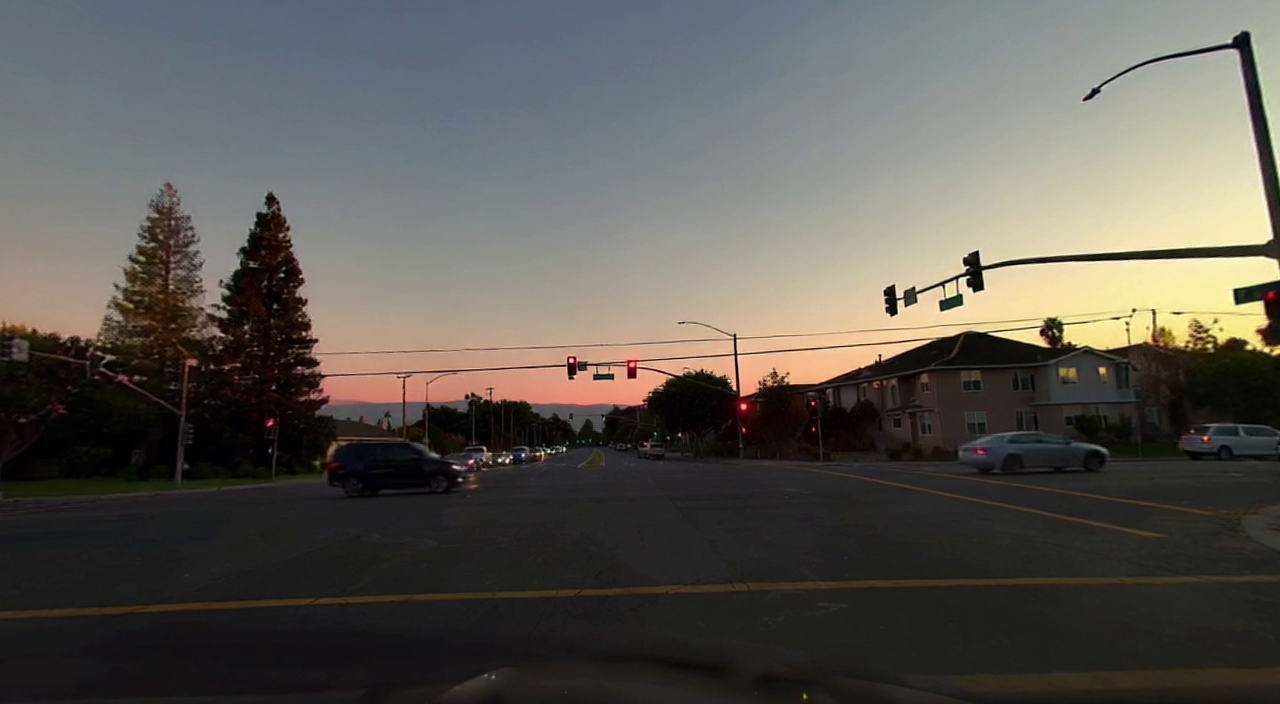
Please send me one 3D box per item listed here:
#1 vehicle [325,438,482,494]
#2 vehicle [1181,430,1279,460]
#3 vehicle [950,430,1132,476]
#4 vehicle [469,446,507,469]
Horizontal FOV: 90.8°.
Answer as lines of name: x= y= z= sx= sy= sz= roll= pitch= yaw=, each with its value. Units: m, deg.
vehicle: x=-7.758 y=3.769 z=21.099 sx=4.431 sy=1.739 sz=1.935 roll=0 pitch=-9 yaw=1
vehicle: x=31.336 y=4.880 z=33.040 sx=4.318 sy=1.488 sz=1.870 roll=0 pitch=-9 yaw=-1
vehicle: x=13.564 y=3.427 z=21.607 sx=4.823 sy=1.449 sz=2.017 roll=0 pitch=-9 yaw=0
vehicle: x=-10.736 y=7.449 z=44.782 sx=1.881 sy=1.509 sz=3.377 roll=0 pitch=-9 yaw=0
